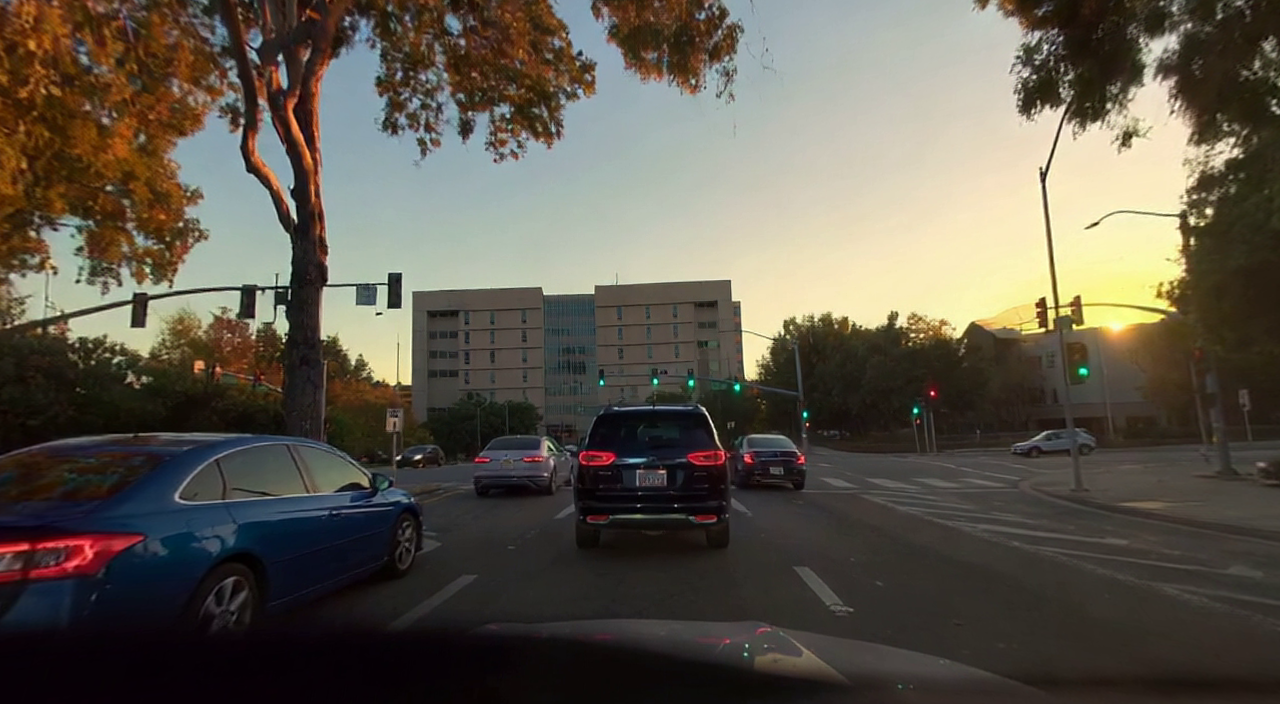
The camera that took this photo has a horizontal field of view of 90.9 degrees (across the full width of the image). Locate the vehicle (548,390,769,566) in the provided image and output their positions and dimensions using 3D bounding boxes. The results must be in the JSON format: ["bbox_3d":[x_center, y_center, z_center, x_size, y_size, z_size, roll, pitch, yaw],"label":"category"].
[{"bbox_3d":[0.221,1.631,8.838,2.300,1.832,4.331,0,-8,1],"label":"vehicle"}]

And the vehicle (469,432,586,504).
[{"bbox_3d":[-2.560,2.754,15.372,1.851,1.502,4.042,-1,-8,4],"label":"vehicle"}]

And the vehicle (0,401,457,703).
[{"bbox_3d":[-3.222,1.298,5.054,1.958,1.494,4.624,0,-8,2],"label":"vehicle"}]

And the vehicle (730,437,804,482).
[{"bbox_3d":[4.485,3.843,22.876,1.979,1.453,4.011,0,-8,2],"label":"vehicle"}]
